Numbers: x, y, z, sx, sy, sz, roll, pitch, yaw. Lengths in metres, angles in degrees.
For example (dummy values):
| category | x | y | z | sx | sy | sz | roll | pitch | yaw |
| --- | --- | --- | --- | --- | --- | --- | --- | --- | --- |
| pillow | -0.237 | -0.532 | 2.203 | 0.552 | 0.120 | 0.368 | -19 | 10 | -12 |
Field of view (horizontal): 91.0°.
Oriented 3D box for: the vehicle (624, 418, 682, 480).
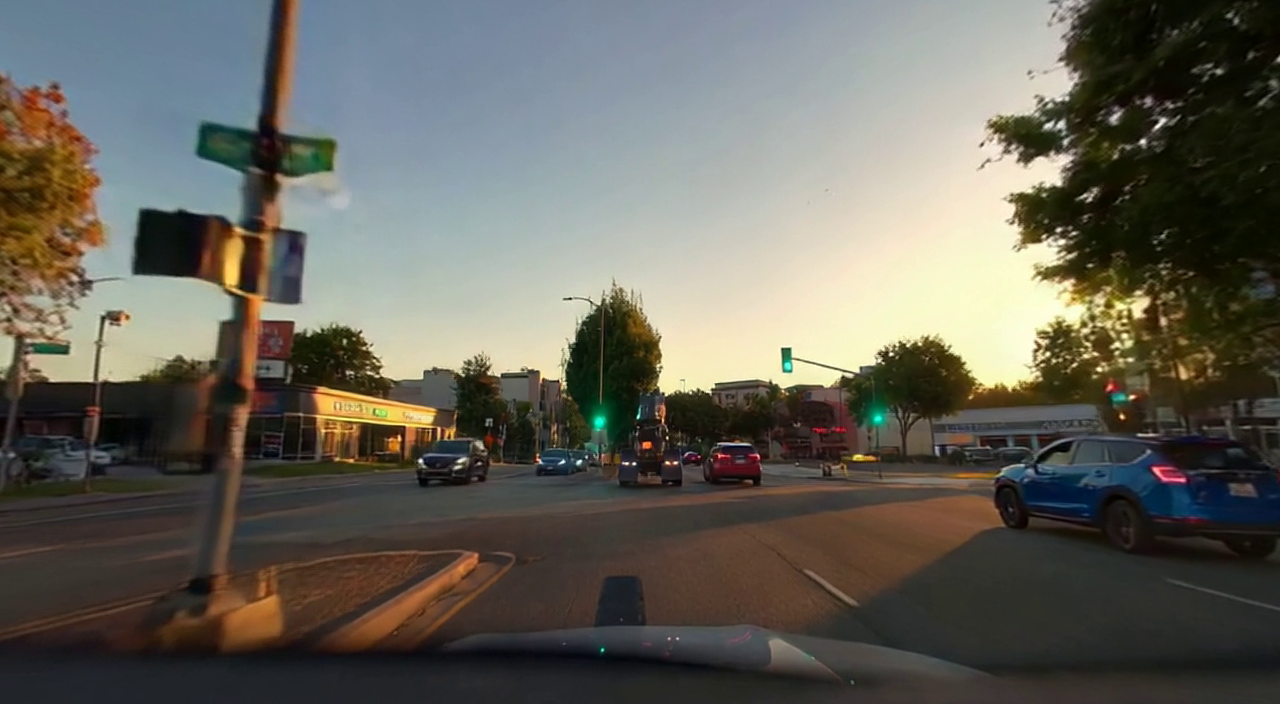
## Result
| category | x | y | z | sx | sy | sz | roll | pitch | yaw |
| --- | --- | --- | --- | --- | --- | --- | --- | --- | --- |
| vehicle | 0.517 | 4.274 | 27.839 | 2.370 | 2.518 | 3.858 | 0 | -8 | 0 |

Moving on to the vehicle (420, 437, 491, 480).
| category | x | y | z | sx | sy | sz | roll | pitch | yaw |
| --- | --- | --- | --- | --- | --- | --- | --- | --- | --- |
| vehicle | -8.751 | 5.071 | 30.336 | 2.020 | 1.864 | 4.634 | 0 | -8 | 0 |

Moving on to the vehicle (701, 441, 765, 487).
| category | x | y | z | sx | sy | sz | roll | pitch | yaw |
| --- | --- | --- | --- | --- | --- | --- | --- | --- | --- |
| vehicle | 3.812 | 4.648 | 26.537 | 2.025 | 1.754 | 4.311 | 0 | -8 | 0 |

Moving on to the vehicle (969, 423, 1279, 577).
| category | x | y | z | sx | sy | sz | roll | pitch | yaw |
| --- | --- | --- | --- | --- | --- | --- | --- | --- | --- |
| vehicle | 7.079 | 1.989 | 9.316 | 1.982 | 1.698 | 4.408 | 0 | -8 | 0 |

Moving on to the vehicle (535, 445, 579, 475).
| category | x | y | z | sx | sy | sz | roll | pitch | yaw |
| --- | --- | --- | --- | --- | --- | --- | --- | --- | --- |
| vehicle | -4.587 | 6.023 | 35.417 | 2.001 | 1.518 | 4.316 | 0 | -8 | -1 |
